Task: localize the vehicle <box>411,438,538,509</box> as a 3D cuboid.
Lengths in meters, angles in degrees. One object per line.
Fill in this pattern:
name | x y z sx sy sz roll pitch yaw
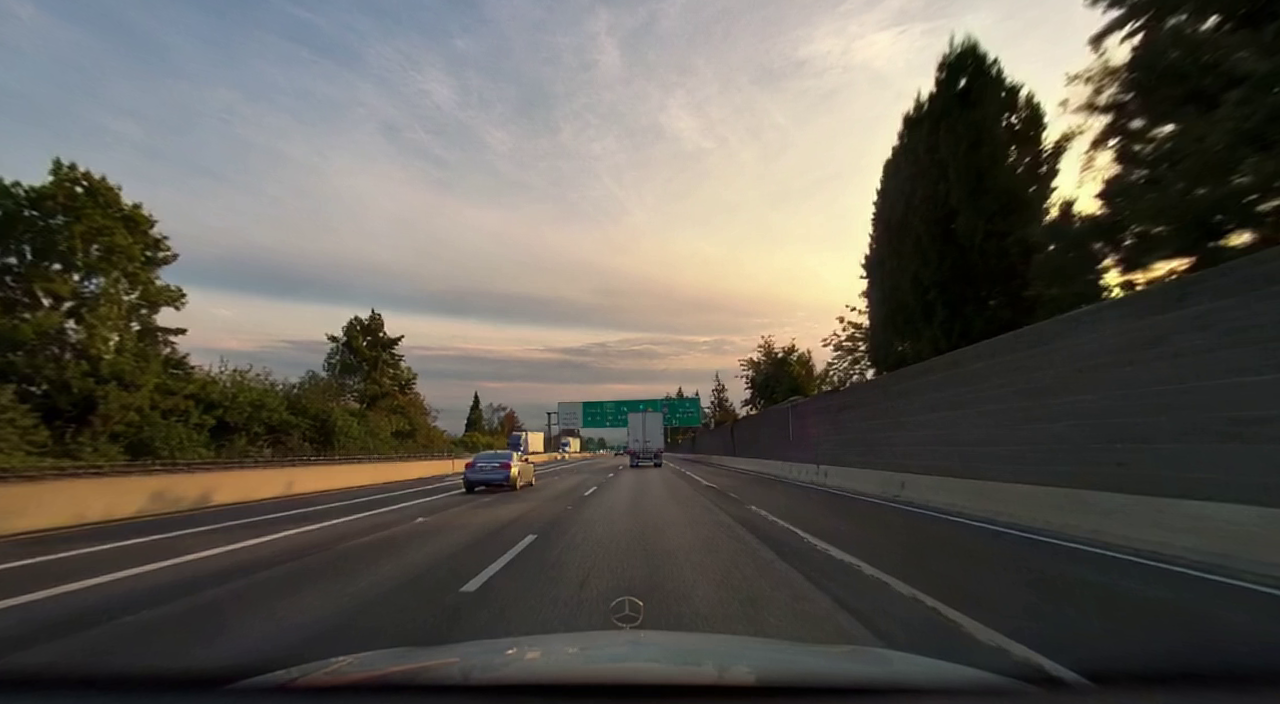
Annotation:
vehicle | -3.998 3.004 16.099 1.974 1.531 4.429 0 -9 1
